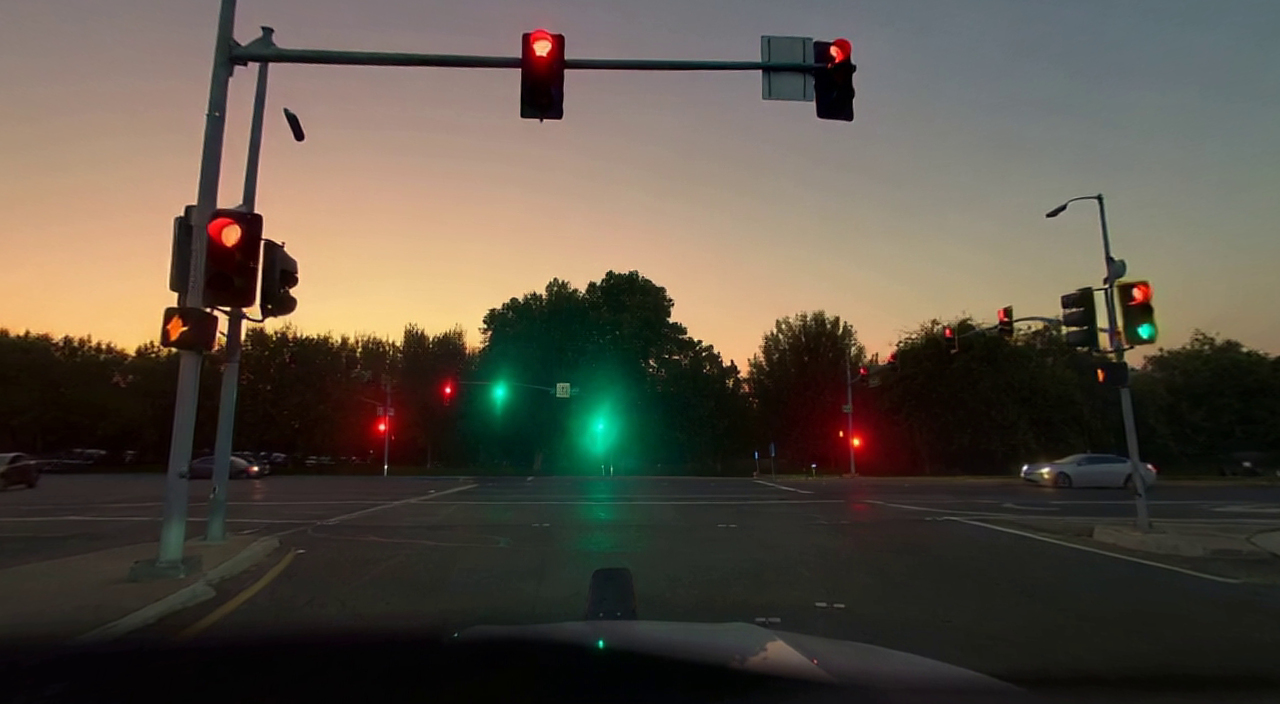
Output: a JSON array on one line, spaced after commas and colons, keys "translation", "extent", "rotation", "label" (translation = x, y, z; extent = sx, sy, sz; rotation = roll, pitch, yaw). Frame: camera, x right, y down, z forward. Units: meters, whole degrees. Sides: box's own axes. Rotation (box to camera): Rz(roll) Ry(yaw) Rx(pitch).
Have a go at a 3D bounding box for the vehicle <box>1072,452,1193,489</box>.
[{"translation": [22.704, 5.454, 29.124], "extent": [3.998, 1.590, 1.936], "rotation": [1, -10, -6], "label": "vehicle"}]
